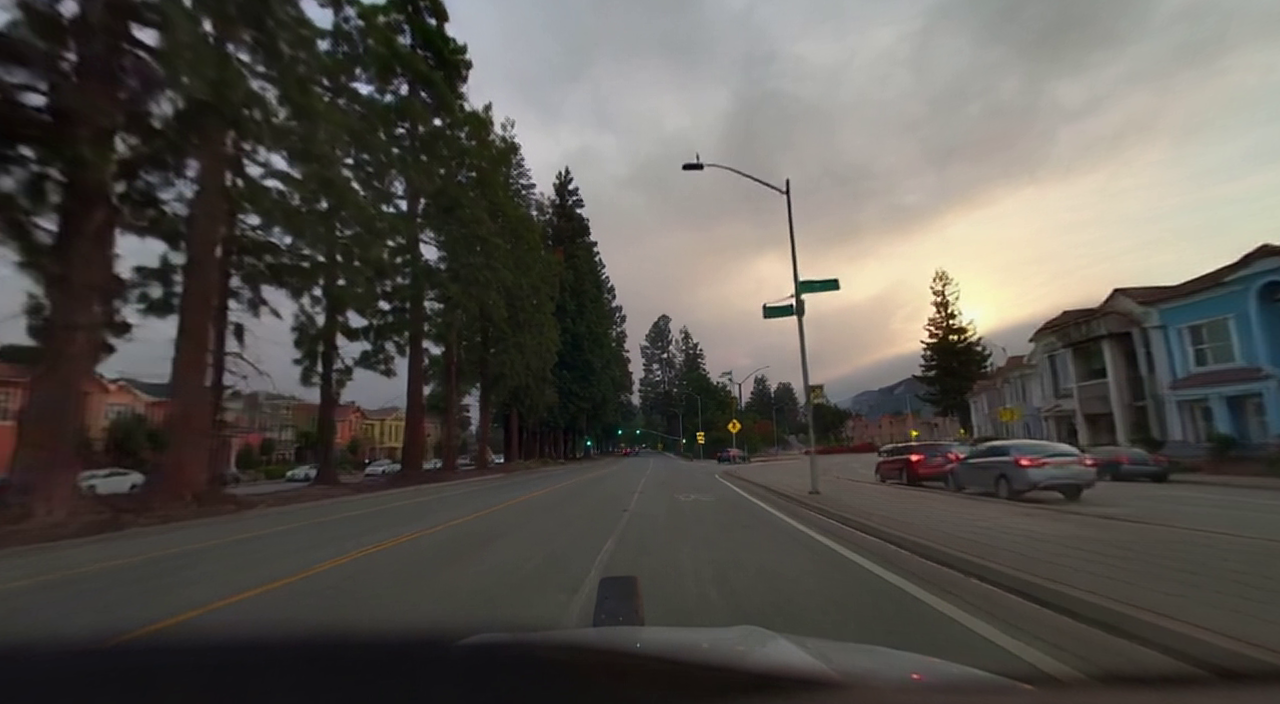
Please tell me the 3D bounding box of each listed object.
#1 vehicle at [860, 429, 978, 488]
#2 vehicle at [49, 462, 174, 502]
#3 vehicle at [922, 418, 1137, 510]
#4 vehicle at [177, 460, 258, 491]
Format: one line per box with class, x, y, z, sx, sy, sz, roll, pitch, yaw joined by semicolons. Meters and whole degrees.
vehicle;9.053;3.636;21.003;2.004;1.476;4.588;-4;-14;3
vehicle;-27.854;6.843;33.586;2.076;1.815;4.985;-1;-9;4
vehicle;8.964;2.820;15.200;1.923;1.741;4.683;-3;-13;-2
vehicle;-27.444;8.112;41.231;1.936;1.723;4.573;-4;-13;3
